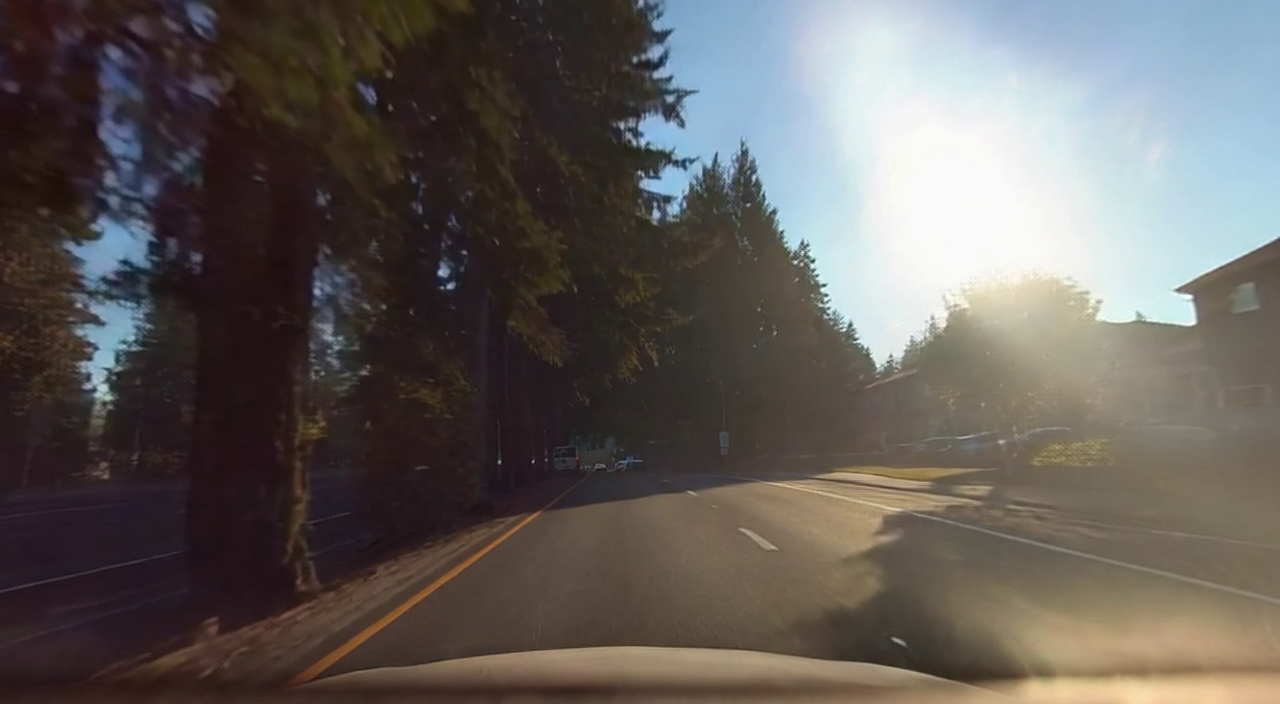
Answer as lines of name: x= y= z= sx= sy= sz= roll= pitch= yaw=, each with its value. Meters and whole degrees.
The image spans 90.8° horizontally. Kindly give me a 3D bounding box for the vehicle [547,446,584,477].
vehicle: x=-5.553 y=8.211 z=47.706 sx=2.323 sy=2.252 sz=4.808 roll=0 pitch=-9 yaw=-2
